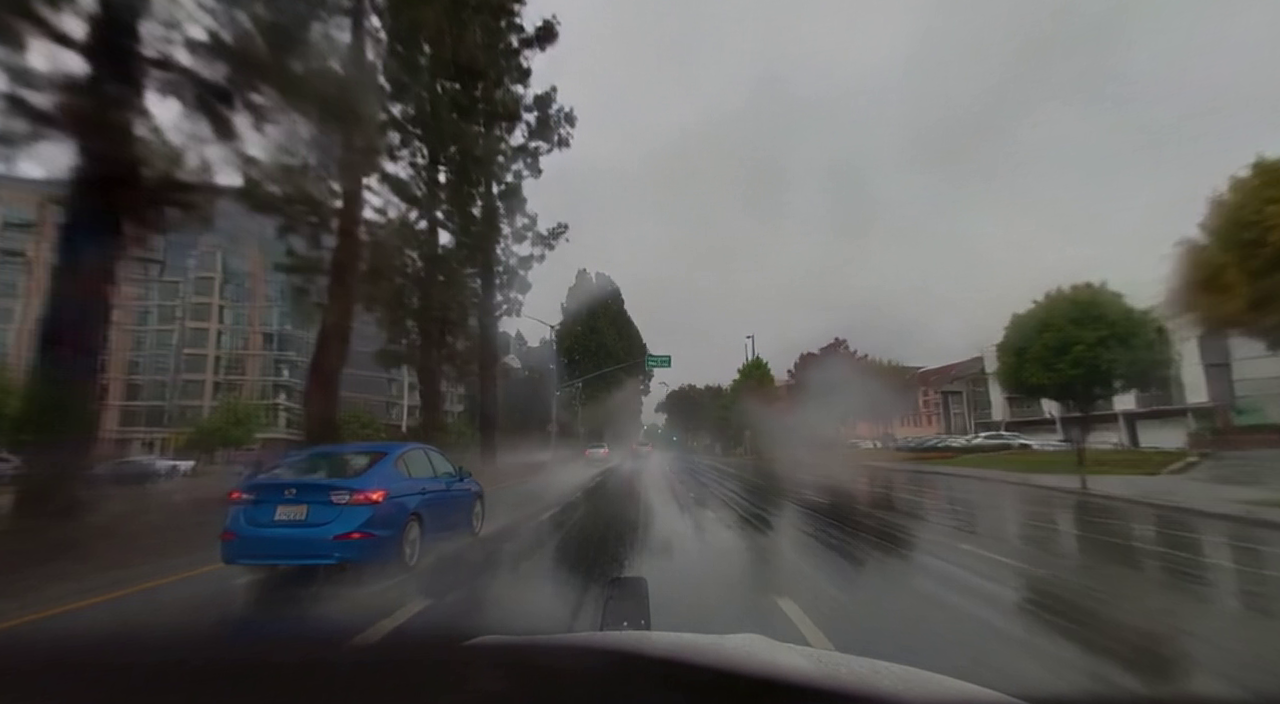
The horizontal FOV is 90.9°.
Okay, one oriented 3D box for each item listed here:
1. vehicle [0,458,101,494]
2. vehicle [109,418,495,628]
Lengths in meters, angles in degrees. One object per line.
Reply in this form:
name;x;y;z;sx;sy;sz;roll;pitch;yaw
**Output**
vehicle;-30.117;6.108;31.274;4.847;1.649;2.119;-1;-8;3
vehicle;-3.315;1.720;7.431;2.009;1.489;4.543;-6;-8;0
